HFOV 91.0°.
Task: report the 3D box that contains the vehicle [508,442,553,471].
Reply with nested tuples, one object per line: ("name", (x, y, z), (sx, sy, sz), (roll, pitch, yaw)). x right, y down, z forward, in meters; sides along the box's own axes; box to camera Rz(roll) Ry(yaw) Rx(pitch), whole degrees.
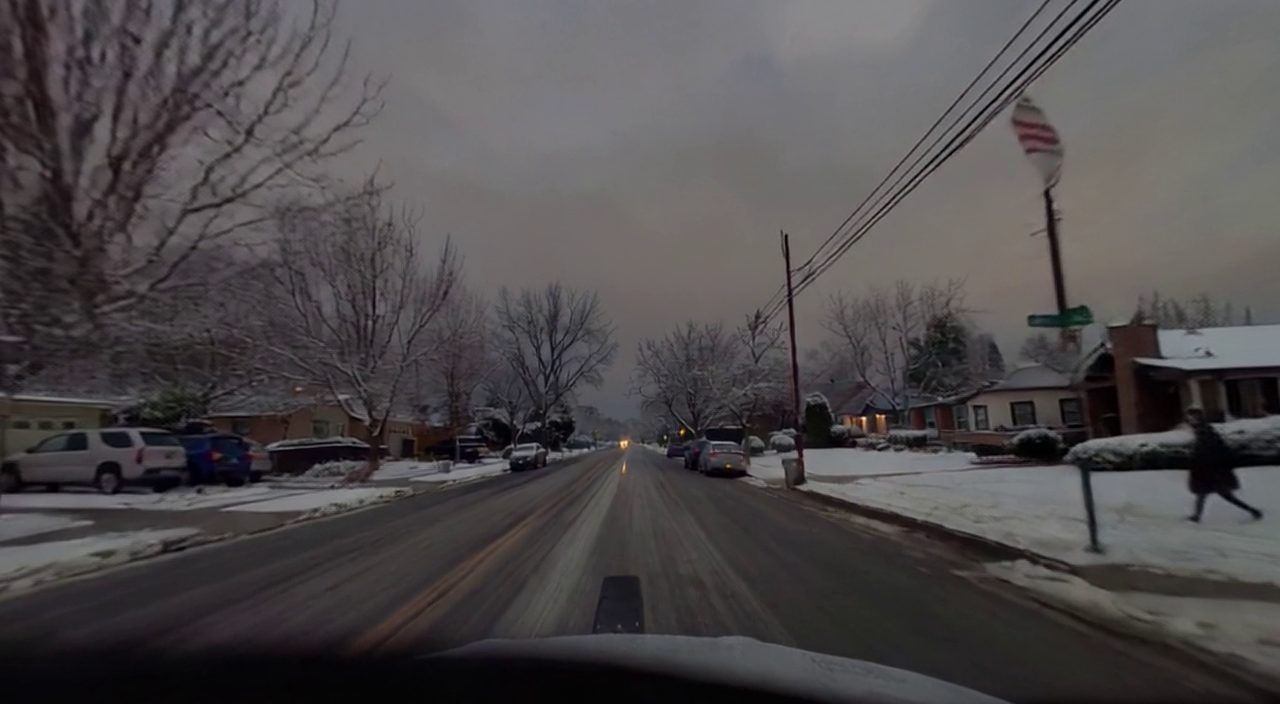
("vehicle", (-6.614, 6.349, 38.543), (1.985, 1.497, 4.655), (-2, -8, -1))

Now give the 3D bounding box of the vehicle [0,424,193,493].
("vehicle", (-15.513, 2.970, 17.699), (4.320, 1.767, 1.951), (0, -8, 0))

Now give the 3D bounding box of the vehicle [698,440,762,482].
("vehicle", (3.643, 4.486, 26.282), (1.917, 1.569, 4.460), (0, -8, -1))

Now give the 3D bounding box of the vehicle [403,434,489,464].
("vehicle", (-14.448, 7.236, 47.109), (5.681, 2.094, 2.344), (-1, -8, 2))
